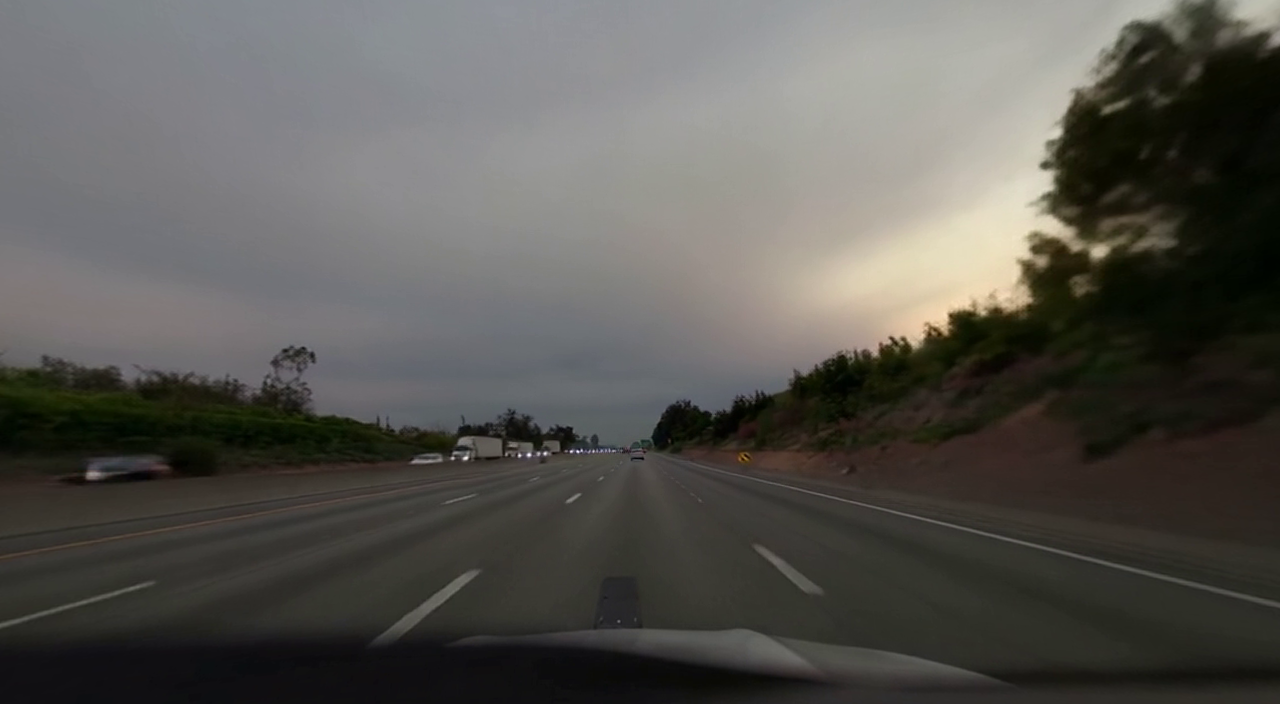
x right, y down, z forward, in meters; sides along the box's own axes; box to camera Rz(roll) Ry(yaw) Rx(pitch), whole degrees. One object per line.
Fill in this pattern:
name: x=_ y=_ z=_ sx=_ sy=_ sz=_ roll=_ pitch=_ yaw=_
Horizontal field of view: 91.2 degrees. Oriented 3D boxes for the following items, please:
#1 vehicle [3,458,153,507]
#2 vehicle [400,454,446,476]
vehicle: x=-24.485 y=5.662 z=27.618 sx=2.049 sy=1.826 sz=4.803 roll=-1 pitch=-9 yaw=1
vehicle: x=-15.378 y=8.011 z=44.648 sx=1.828 sy=1.487 sz=4.135 roll=-1 pitch=-9 yaw=0
